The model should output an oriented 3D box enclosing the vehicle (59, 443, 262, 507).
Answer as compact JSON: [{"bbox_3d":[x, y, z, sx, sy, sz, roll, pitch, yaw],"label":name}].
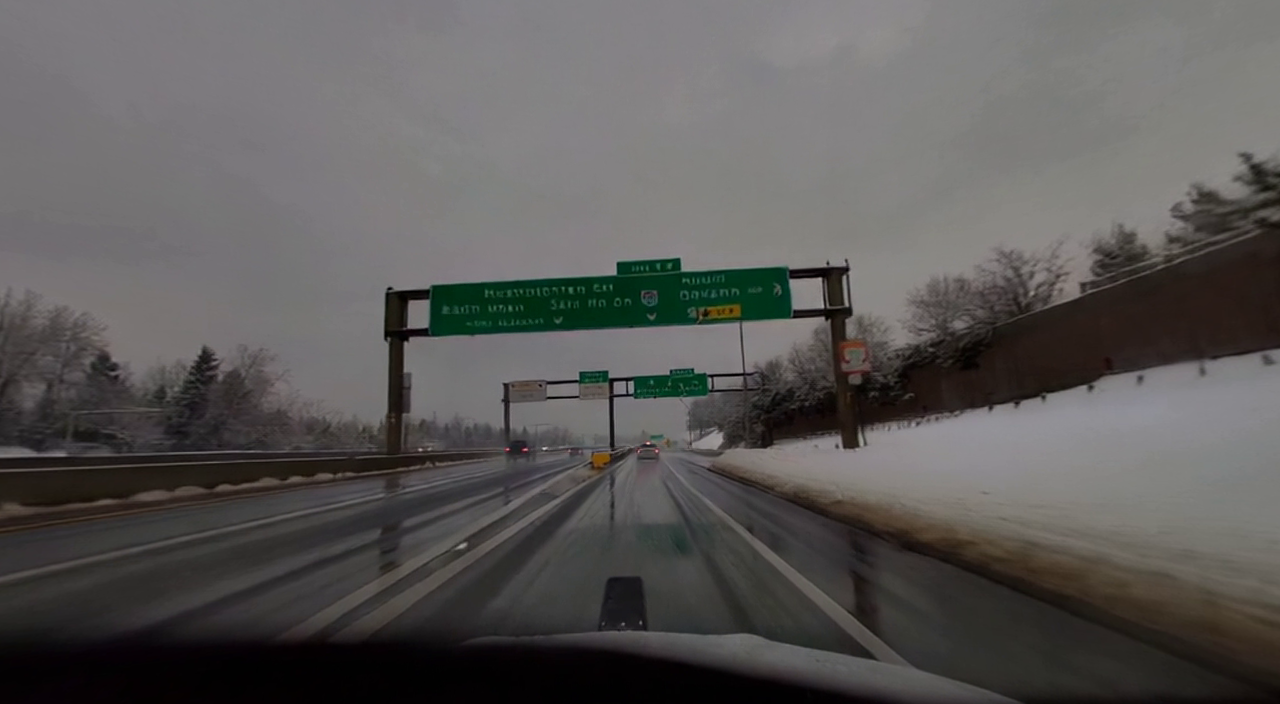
[{"bbox_3d":[-12.573,3.205,17.029,1.946,1.461,4.602,0,-8,-1],"label":"vehicle"}]

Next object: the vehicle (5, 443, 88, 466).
[{"bbox_3d":[-41.962,7.209,44.735,1.780,1.457,4.568,1,-8,-6],"label":"vehicle"}]

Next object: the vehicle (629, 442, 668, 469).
[{"bbox_3d":[0.456,6.018,36.868,2.137,1.461,3.999,0,-8,-1],"label":"vehicle"}]
